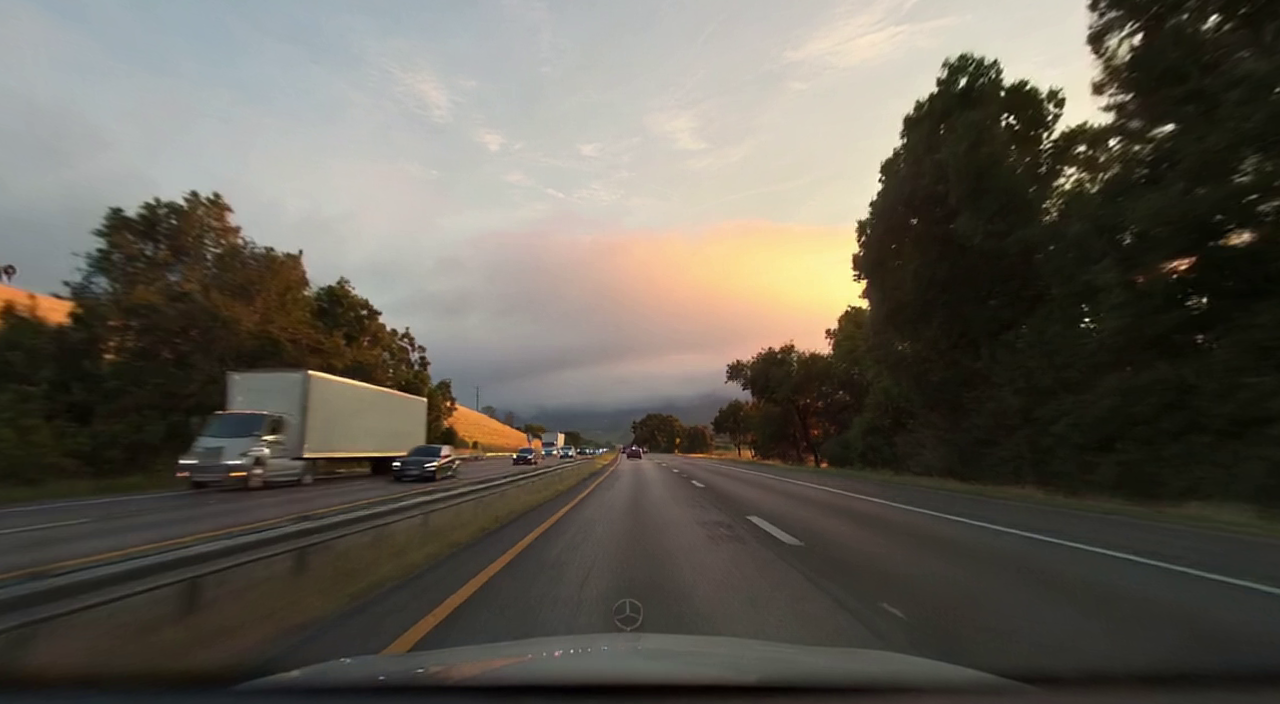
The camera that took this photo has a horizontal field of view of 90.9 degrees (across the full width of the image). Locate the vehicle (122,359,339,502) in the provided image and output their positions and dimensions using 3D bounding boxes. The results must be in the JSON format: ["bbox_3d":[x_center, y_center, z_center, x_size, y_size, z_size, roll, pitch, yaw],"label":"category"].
[{"bbox_3d":[-12.881,2.640,20.649,2.927,4.012,5.823,0,-9,0],"label":"vehicle"}]

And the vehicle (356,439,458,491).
[{"bbox_3d":[-8.293,4.044,22.884,2.079,1.693,4.226,0,-9,0],"label":"vehicle"}]
